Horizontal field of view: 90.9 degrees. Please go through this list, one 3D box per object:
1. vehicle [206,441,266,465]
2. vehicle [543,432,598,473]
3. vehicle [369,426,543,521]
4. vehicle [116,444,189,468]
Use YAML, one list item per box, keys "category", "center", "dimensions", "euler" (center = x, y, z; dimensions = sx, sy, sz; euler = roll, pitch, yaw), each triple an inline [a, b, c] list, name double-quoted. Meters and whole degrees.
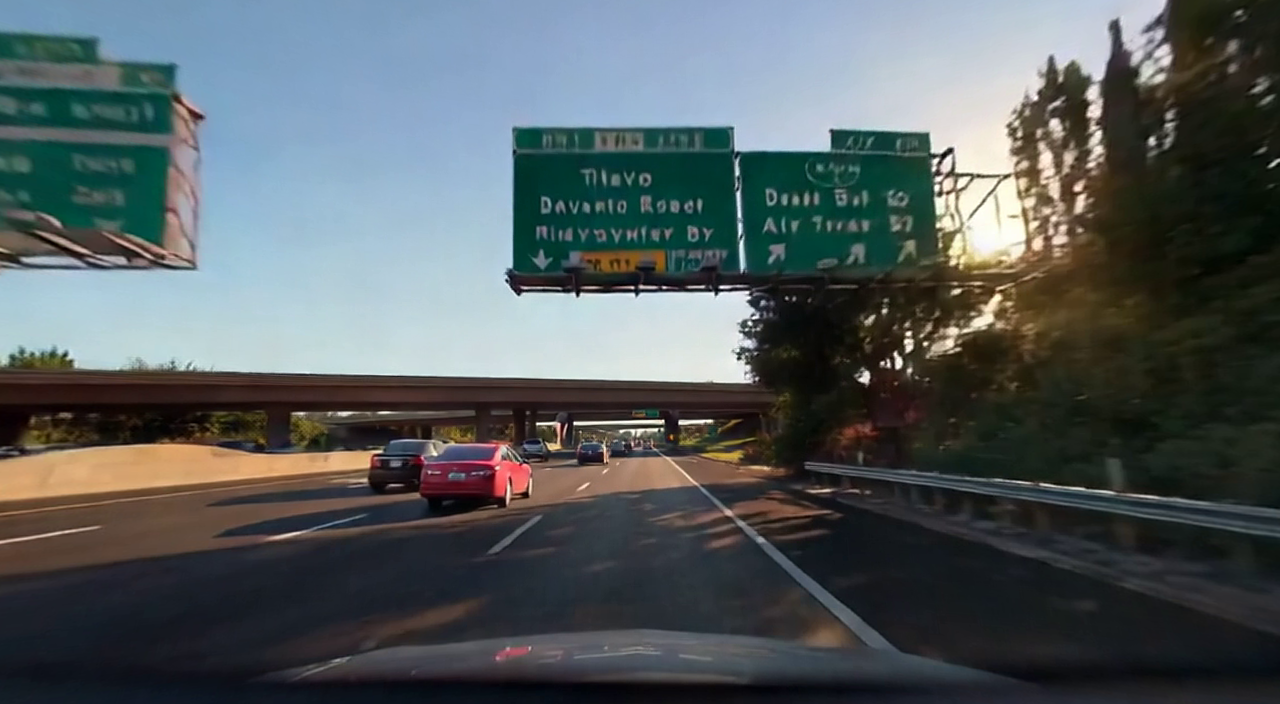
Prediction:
- category: "vehicle"
  center: [-24.858, 6.220, 38.905]
  dimensions: [1.497, 1.395, 3.408]
  euler: [0, -8, -2]
- category: "vehicle"
  center: [-3.283, 4.843, 30.589]
  dimensions: [2.080, 1.811, 4.644]
  euler: [-1, -8, 1]
- category: "vehicle"
  center: [-3.566, 2.450, 13.315]
  dimensions: [2.210, 1.628, 4.586]
  euler: [-1, -8, 1]
- category: "vehicle"
  center: [-32.164, 6.831, 41.709]
  dimensions: [1.789, 1.518, 3.677]
  euler: [-1, -8, 2]
